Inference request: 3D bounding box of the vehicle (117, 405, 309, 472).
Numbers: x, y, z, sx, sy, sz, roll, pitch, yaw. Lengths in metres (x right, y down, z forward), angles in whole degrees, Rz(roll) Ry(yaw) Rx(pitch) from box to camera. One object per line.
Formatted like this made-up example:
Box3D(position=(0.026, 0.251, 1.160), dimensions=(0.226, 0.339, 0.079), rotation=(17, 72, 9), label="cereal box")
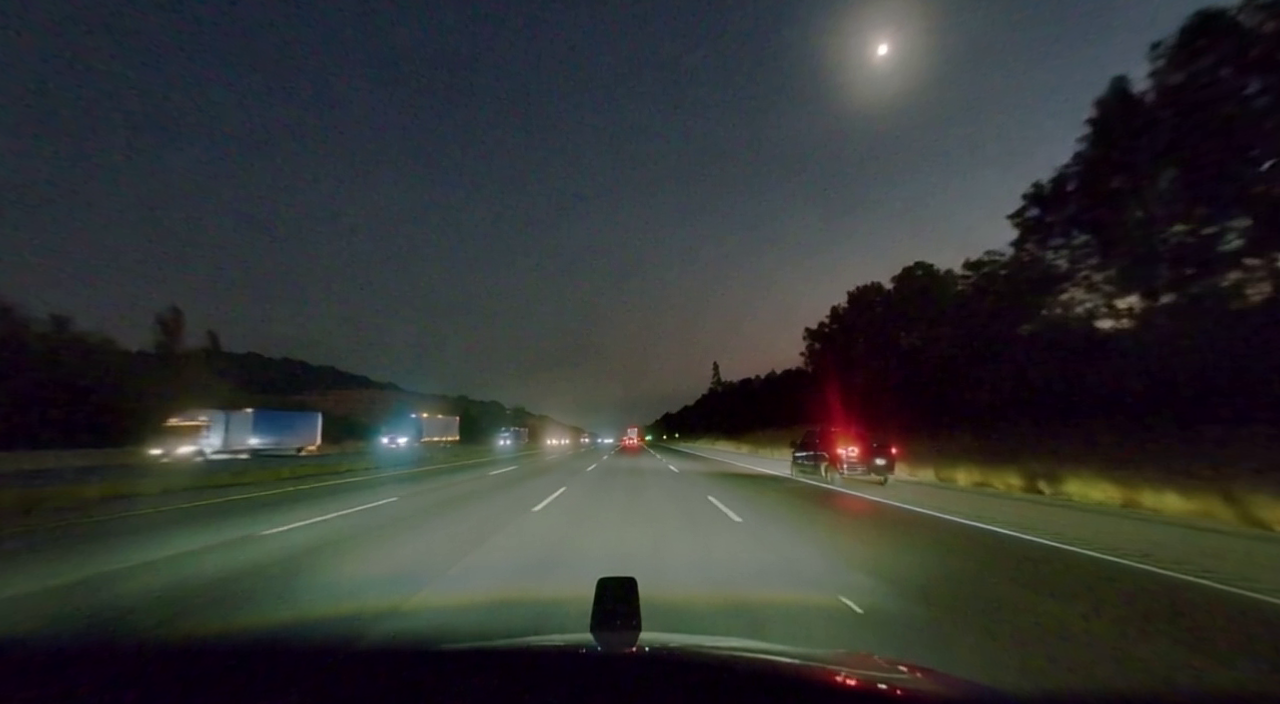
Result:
Box3D(position=(-27.398, 5.707, 41.931), dimensions=(3.143, 3.690, 14.011), rotation=(0, -8, 0), label="vehicle")
